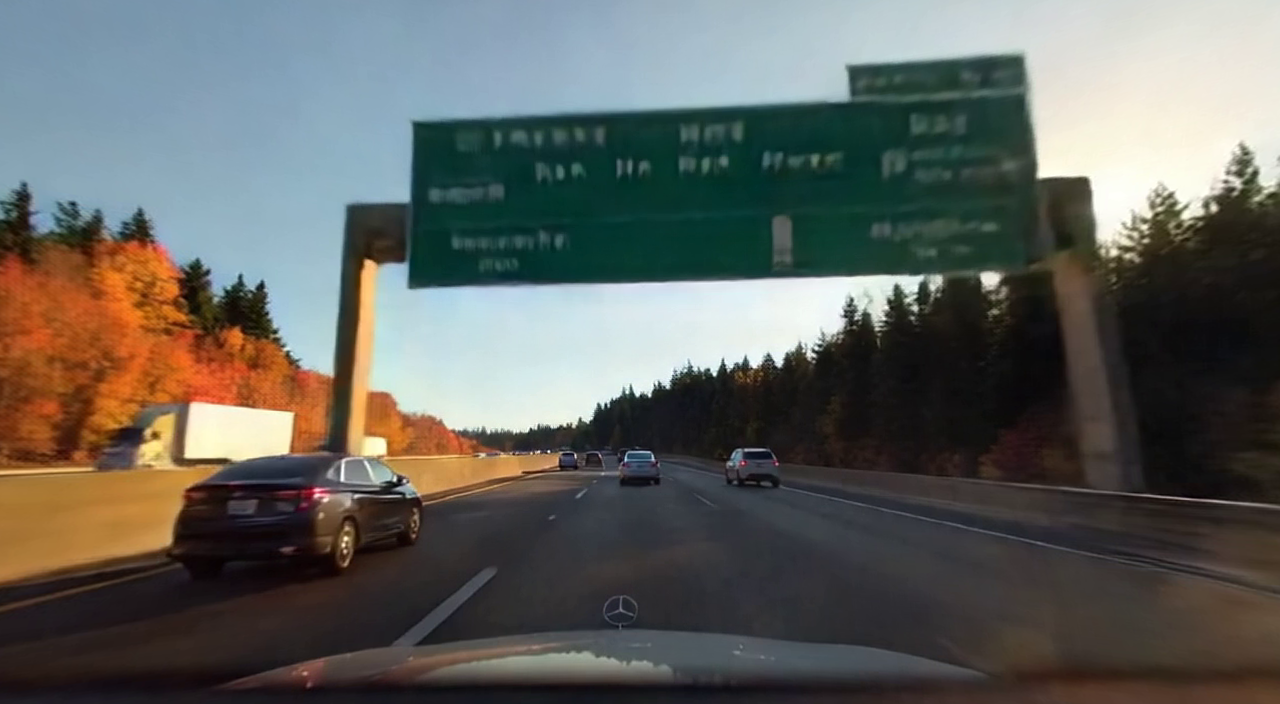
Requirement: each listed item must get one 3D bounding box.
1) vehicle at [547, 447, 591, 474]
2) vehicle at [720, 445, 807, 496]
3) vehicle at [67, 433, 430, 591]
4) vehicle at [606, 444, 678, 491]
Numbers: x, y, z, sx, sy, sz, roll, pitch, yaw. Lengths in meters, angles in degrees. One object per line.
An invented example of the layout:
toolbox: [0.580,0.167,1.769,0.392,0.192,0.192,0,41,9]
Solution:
vehicle: [-4.746,7.387,42.819,2.545,1.679,4.267,0,-9,-1]
vehicle: [4.120,4.033,21.757,2.035,1.571,4.413,0,-9,-1]
vehicle: [-4.416,1.839,8.062,2.017,1.469,4.113,0,-9,-1]
vehicle: [0.034,4.569,25.126,2.634,1.679,4.070,0,-9,-1]
